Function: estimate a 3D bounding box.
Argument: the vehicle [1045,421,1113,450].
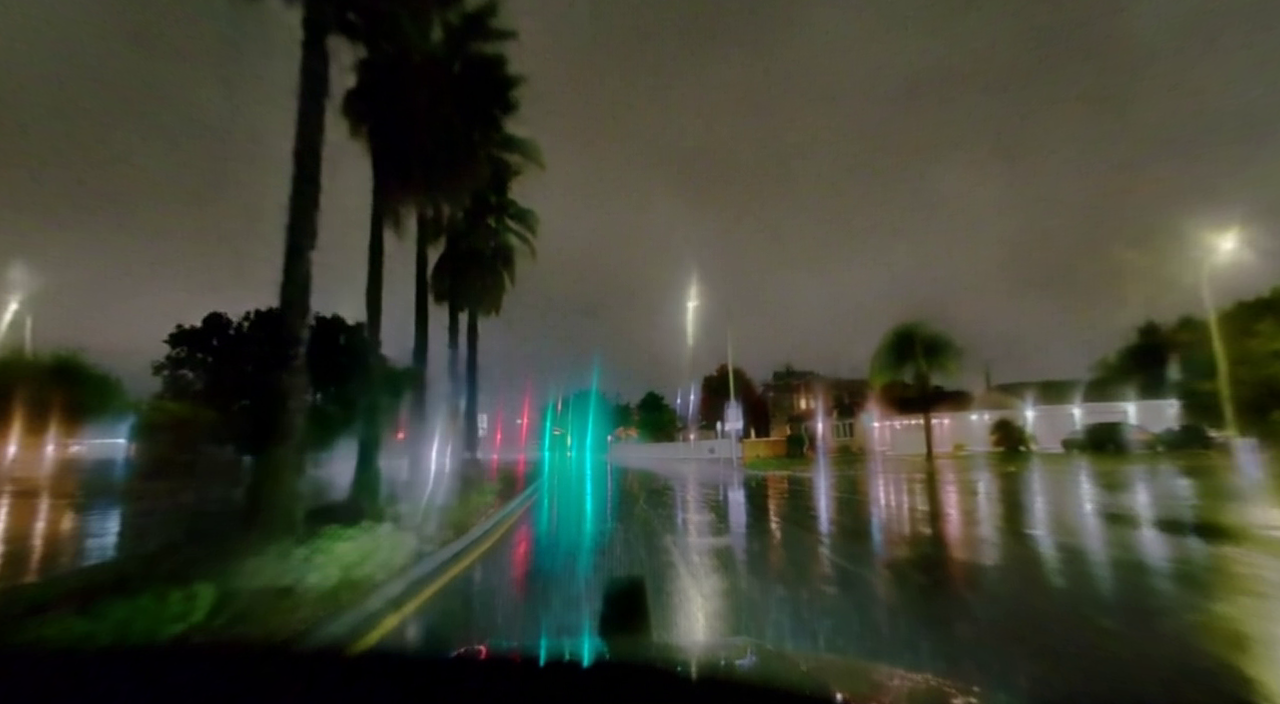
[{"bbox_3d":[24.643,4.684,35.516,1.702,1.536,3.896,-1,-7,12],"label":"vehicle"}]

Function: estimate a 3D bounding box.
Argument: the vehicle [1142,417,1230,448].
[{"bbox_3d":[30.636,4.557,35.484,1.798,1.621,3.735,-1,-9,6],"label":"vehicle"}]

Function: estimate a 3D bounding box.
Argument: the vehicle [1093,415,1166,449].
[{"bbox_3d":[26.899,4.412,34.826,1.994,1.714,4.222,-2,-7,21],"label":"vehicle"}]

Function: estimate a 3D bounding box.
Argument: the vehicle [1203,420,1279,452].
[{"bbox_3d":[33.376,4.599,34.455,1.854,1.512,4.082,-6,-10,11],"label":"vehicle"}]
